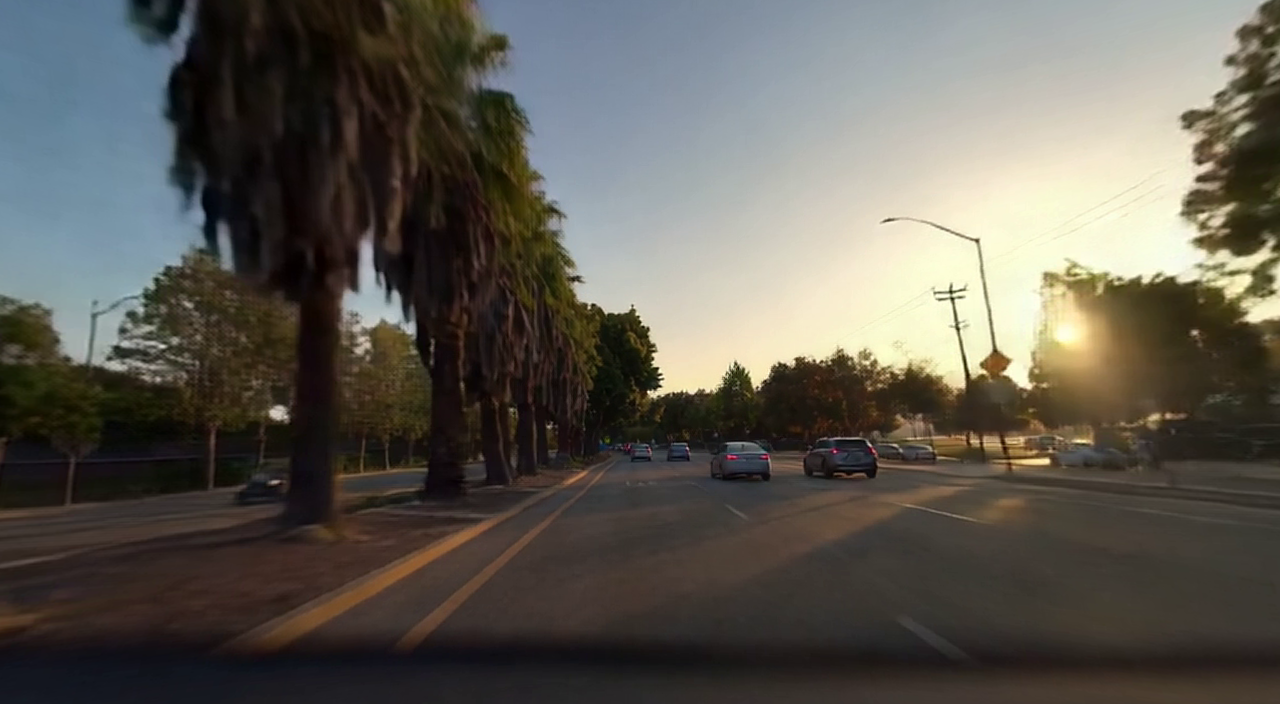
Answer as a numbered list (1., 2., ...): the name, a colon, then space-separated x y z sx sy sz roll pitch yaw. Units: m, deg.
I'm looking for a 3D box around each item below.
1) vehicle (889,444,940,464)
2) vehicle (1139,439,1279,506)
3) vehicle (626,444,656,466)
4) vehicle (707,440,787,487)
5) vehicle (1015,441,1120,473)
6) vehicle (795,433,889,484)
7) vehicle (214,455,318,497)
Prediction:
1. vehicle: 21.064 7.808 48.705 1.852 1.448 4.601 0 -8 -1
2. vehicle: 15.077 2.869 15.298 2.001 1.463 4.781 0 -8 -1
3. vehicle: 0.056 7.235 44.471 2.031 1.444 4.361 0 -8 -1
4. vehicle: 3.570 3.809 21.960 1.875 1.452 4.453 0 -8 -2
5. vehicle: 21.193 5.218 31.619 1.943 1.467 4.706 0 -8 0
6. vehicle: 7.135 3.795 22.830 1.916 1.646 4.258 0 -8 -1
7. vehicle: -16.953 5.602 28.920 1.972 1.687 4.480 0 -8 0
